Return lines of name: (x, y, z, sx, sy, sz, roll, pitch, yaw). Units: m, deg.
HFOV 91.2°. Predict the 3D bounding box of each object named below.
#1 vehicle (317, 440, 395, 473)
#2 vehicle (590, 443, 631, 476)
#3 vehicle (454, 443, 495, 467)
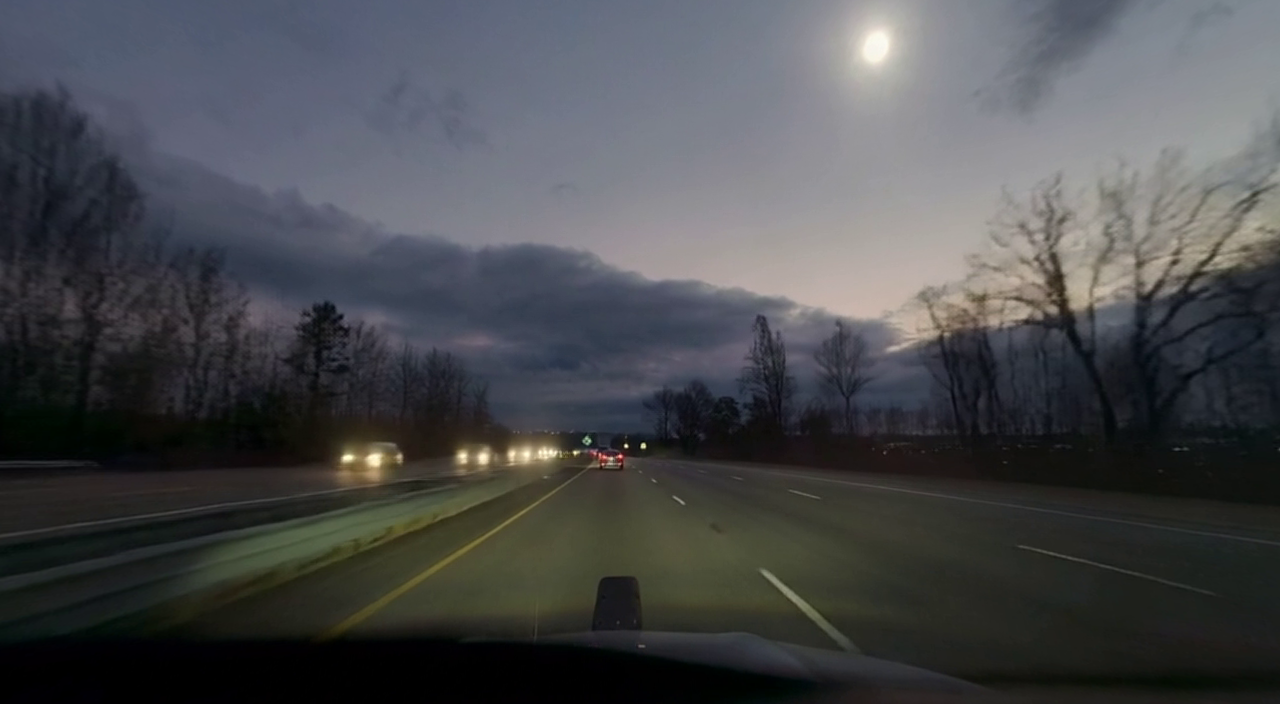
vehicle: (-14.601, 5.391, 32.522, 2.115, 1.534, 4.350, 0, -9, -2)
vehicle: (-1.645, 5.981, 35.078, 2.151, 1.693, 4.201, 0, -9, -3)
vehicle: (-10.939, 6.823, 41.708, 1.815, 1.491, 3.784, 0, -9, -2)
